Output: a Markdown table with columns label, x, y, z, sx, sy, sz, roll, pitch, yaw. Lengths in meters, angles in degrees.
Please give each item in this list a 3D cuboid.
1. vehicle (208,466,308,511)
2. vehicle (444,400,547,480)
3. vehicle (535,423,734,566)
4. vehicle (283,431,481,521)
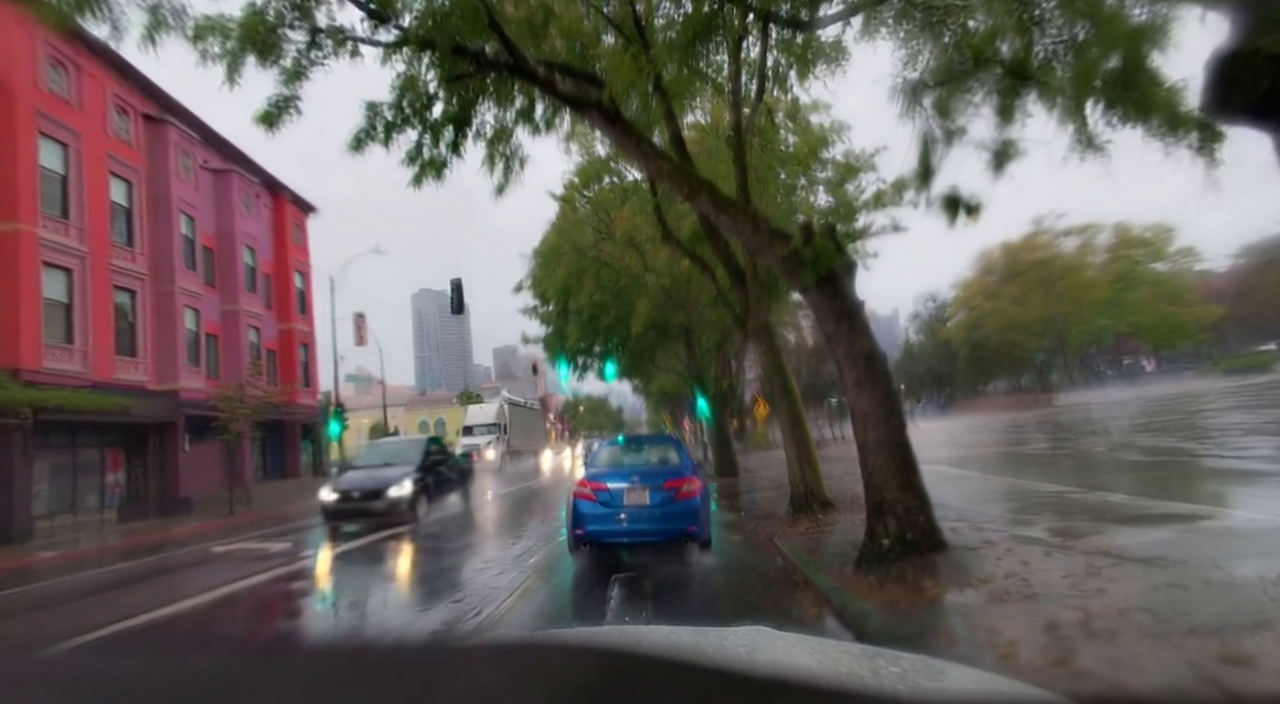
| label | x | y | z | sx | sy | sz | roll | pitch | yaw |
| --- | --- | --- | --- | --- | --- | --- | --- | --- | --- |
| vehicle | -17.451 | 6.232 | 28.886 | 3.516 | 1.383 | 1.704 | -10 | -10 | 1 |
| vehicle | -8.090 | 5.238 | 37.313 | 2.986 | 3.933 | 11.600 | 0 | -8 | 2 |
| vehicle | 0.006 | 1.795 | 8.655 | 2.094 | 1.478 | 3.922 | -1 | -8 | 2 |
| vehicle | -6.213 | 3.068 | 16.355 | 2.402 | 1.852 | 6.057 | -1 | -8 | 2 |
